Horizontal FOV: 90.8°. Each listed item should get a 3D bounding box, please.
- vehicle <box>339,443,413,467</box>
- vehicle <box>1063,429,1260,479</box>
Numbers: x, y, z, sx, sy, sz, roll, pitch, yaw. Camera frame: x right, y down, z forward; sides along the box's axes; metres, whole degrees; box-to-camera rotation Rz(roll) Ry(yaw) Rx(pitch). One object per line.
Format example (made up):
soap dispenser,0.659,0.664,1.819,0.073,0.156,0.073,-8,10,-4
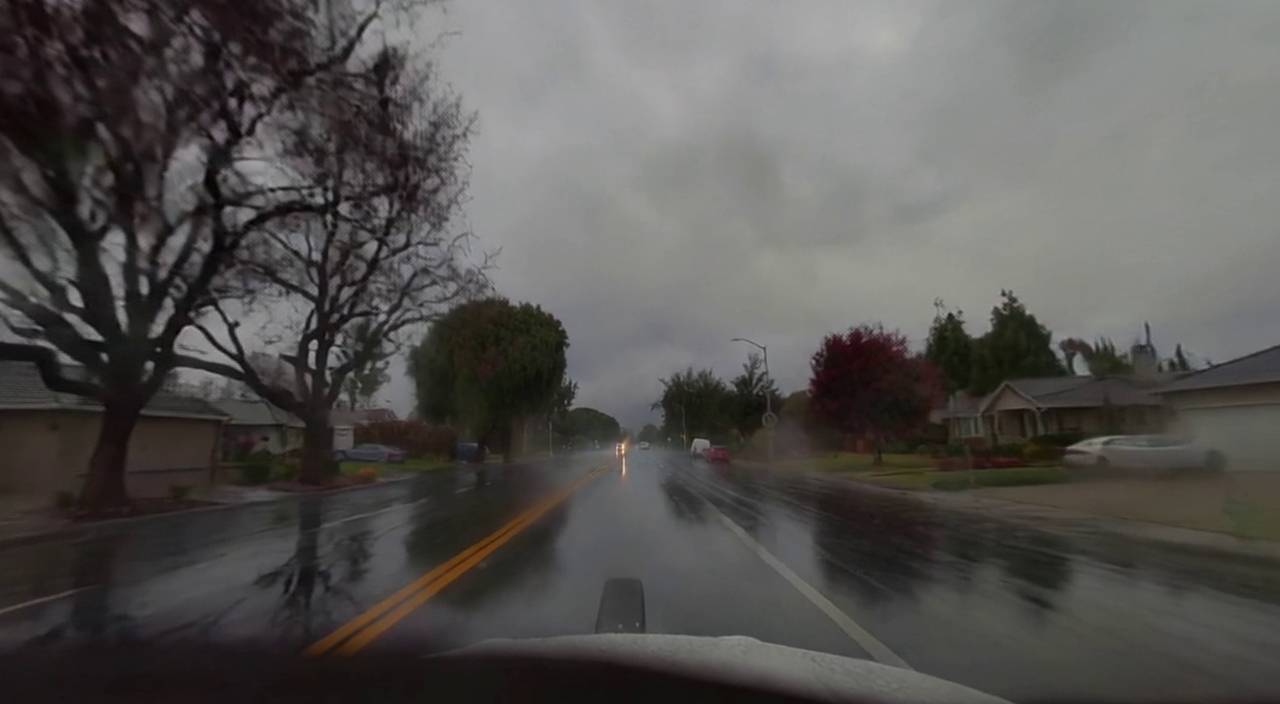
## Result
vehicle,-19.626,7.673,47.058,4.497,1.674,2.168,-1,-9,4
vehicle,16.817,3.306,20.609,4.443,1.497,2.168,0,-8,3
